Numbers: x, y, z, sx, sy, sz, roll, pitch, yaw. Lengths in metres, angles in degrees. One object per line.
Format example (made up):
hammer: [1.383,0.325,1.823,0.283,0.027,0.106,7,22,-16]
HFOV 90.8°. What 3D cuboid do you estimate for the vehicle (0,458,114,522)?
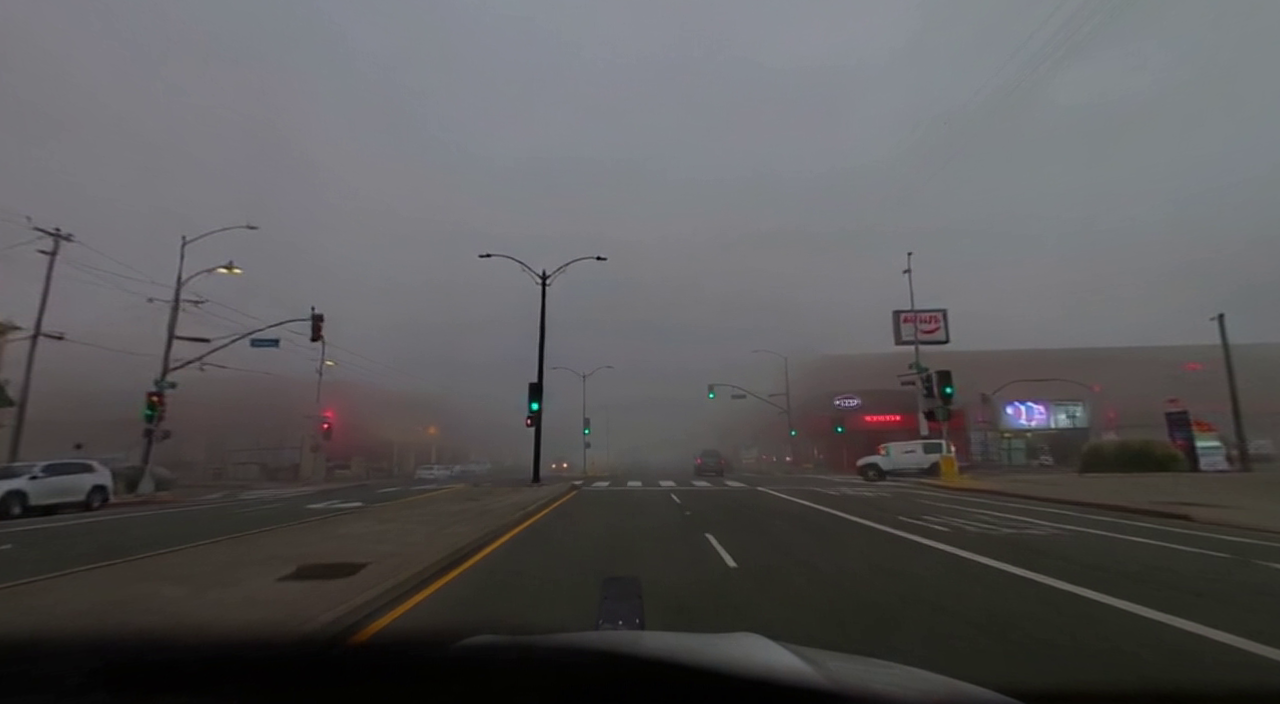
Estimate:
vehicle: [-18.194,3.946,18.368,1.882,1.645,4.511,0,-8,-1]

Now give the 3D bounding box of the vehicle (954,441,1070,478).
vehicle: [19.169,5.525,32.680,4.680,1.792,1.994,0,-8,-1]

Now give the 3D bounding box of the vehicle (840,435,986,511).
vehicle: [6.852,3.058,16.497,1.974,1.679,4.611,-1,-9,3]

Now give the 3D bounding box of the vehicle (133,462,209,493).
vehicle: [-26.342,7.068,35.526,2.803,1.565,1.715,-2,-13,-1]
